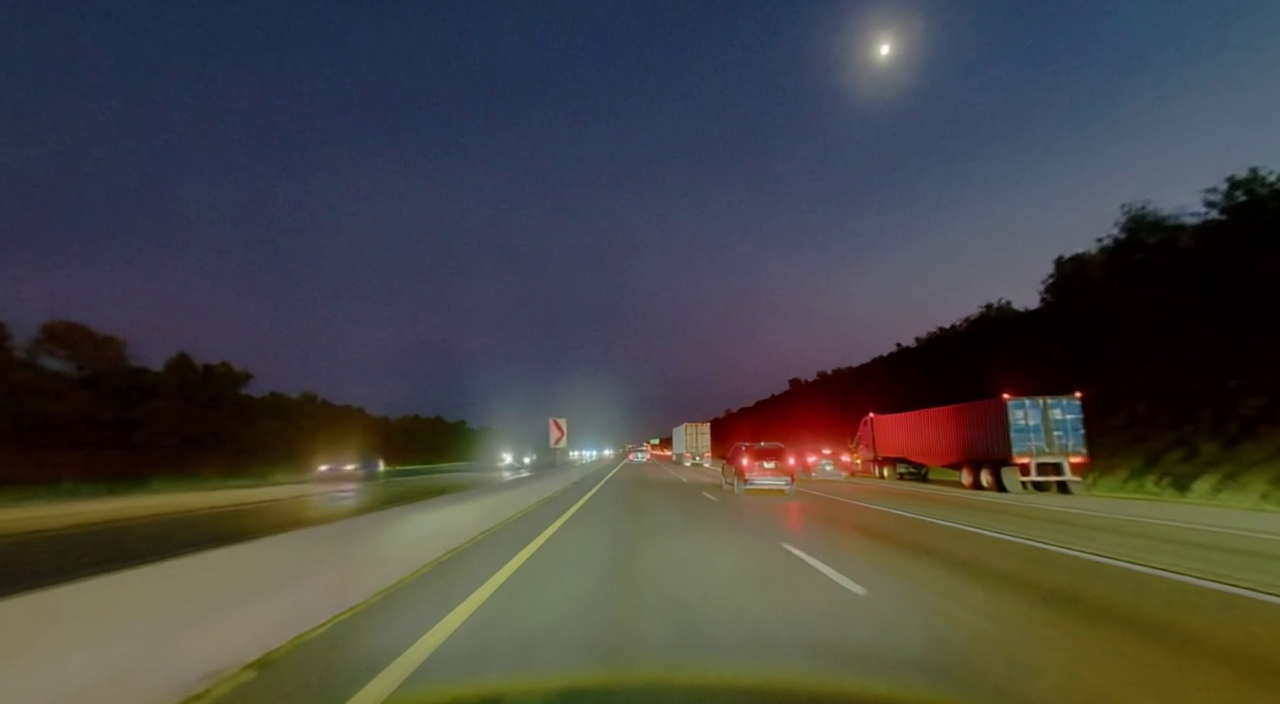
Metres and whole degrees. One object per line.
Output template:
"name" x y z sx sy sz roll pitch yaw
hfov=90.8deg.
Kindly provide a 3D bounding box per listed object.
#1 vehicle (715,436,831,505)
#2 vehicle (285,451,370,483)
"vehicle" 3.529 3.239 17.705 2.130 1.658 4.537 0 -9 -2
"vehicle" -15.019 5.520 30.620 1.889 1.422 4.506 0 -9 -1
